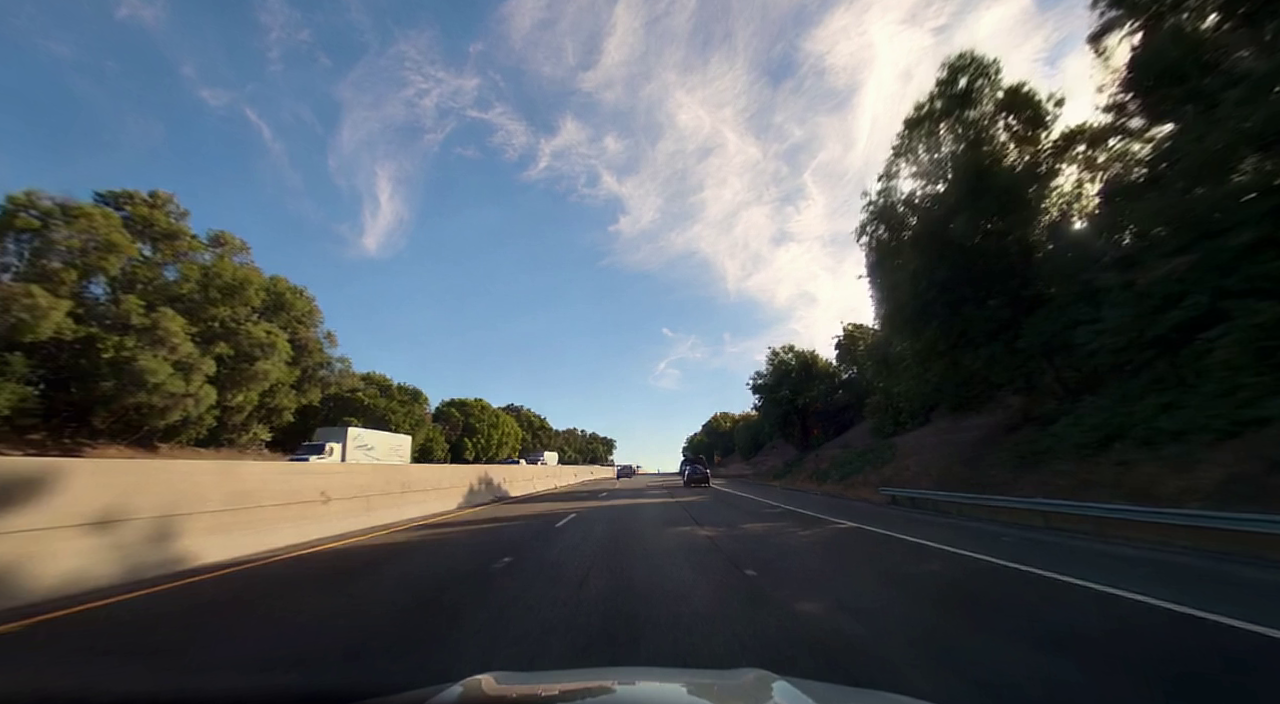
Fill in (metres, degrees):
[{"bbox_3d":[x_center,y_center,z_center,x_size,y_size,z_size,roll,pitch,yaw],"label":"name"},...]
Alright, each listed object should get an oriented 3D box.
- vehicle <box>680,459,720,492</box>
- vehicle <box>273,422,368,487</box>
[{"bbox_3d":[3.696,7.777,39.778,2.093,1.933,4.623,1,-10,0],"label":"vehicle"},{"bbox_3d":[-21.374,6.973,42.611,3.009,4.001,5.877,1,-10,2],"label":"vehicle"}]
